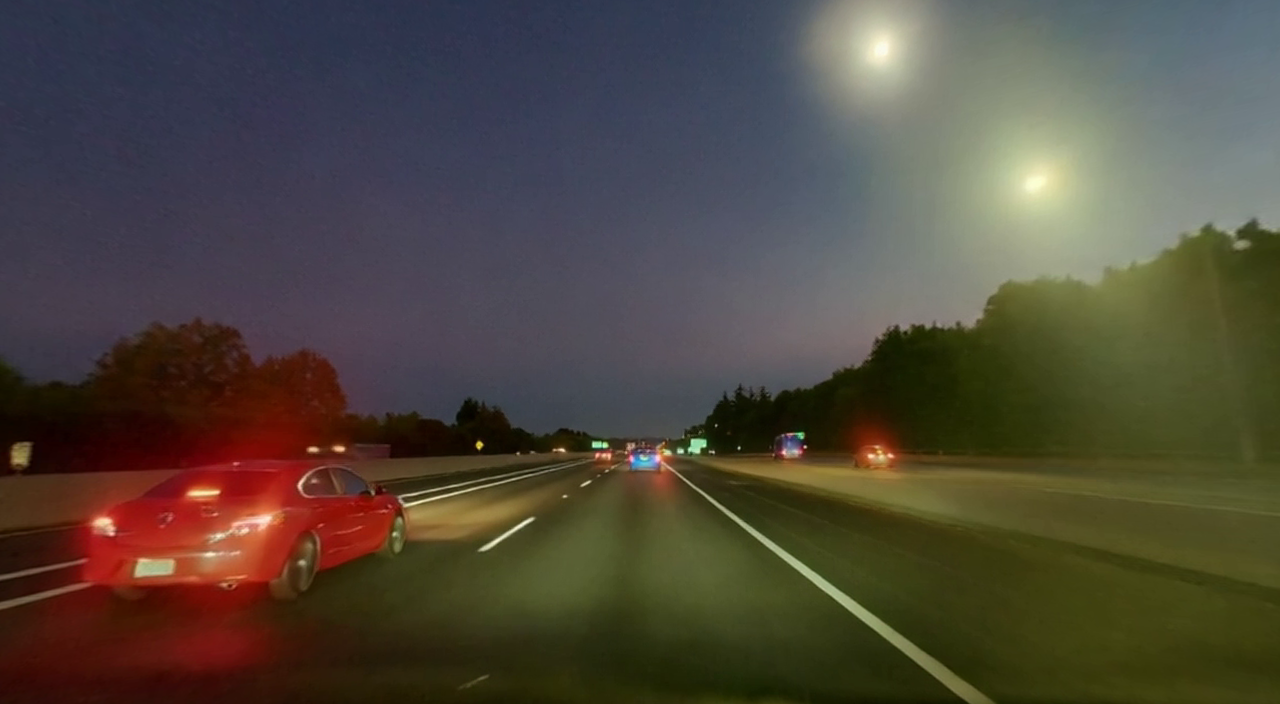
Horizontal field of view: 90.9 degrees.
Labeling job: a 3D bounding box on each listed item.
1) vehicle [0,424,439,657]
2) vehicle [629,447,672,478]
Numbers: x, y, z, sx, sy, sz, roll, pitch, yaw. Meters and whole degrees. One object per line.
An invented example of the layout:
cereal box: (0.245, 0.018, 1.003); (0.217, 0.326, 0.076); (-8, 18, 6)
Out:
vehicle: (-3.707, 1.535, 6.180); (2.062, 1.474, 4.151); (0, -9, 1)
vehicle: (0.480, 5.417, 31.095); (2.002, 1.449, 3.612); (0, -9, 0)
